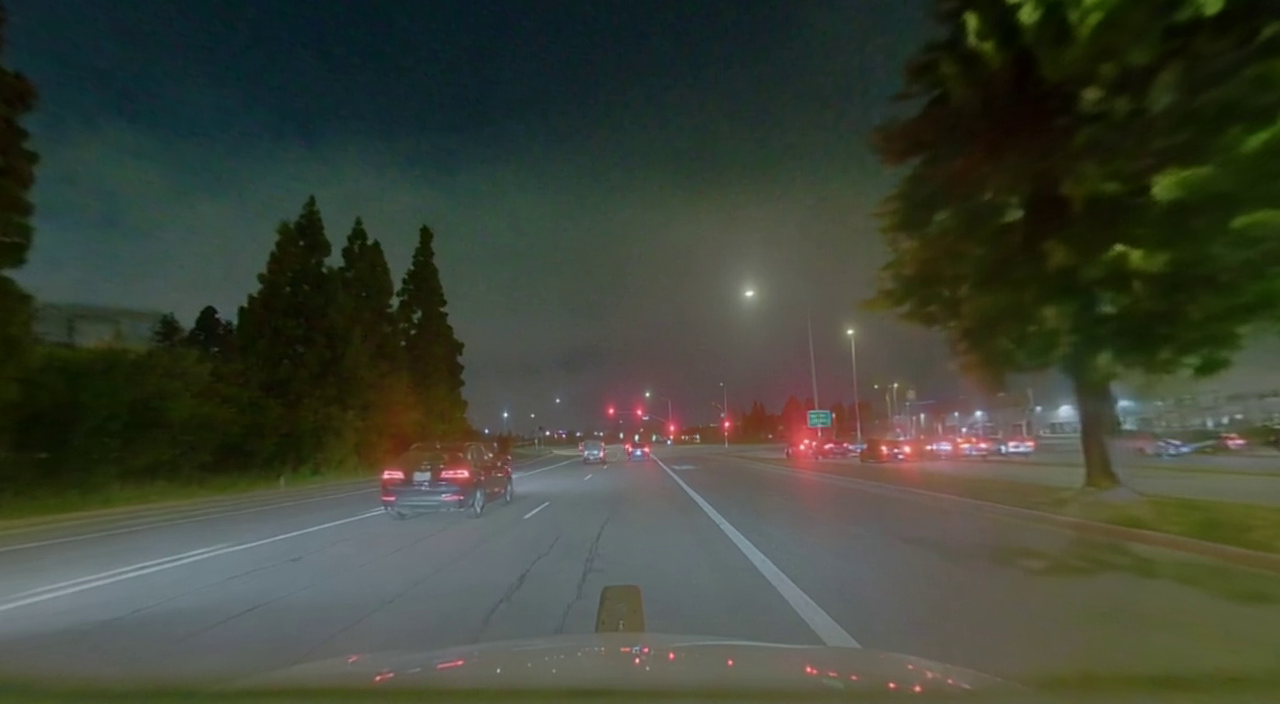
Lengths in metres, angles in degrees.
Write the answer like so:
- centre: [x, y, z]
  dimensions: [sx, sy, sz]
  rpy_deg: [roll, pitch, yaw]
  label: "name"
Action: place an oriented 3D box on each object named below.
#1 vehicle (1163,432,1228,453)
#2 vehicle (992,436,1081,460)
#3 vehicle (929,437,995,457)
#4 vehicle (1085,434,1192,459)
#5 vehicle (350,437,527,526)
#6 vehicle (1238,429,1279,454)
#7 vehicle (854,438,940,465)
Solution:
- centre: [39.799, 6.497, 45.256]
  dimensions: [4.054, 1.449, 1.816]
  rpy_deg: [3, -9, -23]
  label: "vehicle"
- centre: [25.131, 6.106, 40.221]
  dimensions: [4.528, 1.450, 1.889]
  rpy_deg: [-4, -9, 25]
  label: "vehicle"
- centre: [25.031, 7.386, 49.099]
  dimensions: [4.387, 1.477, 1.949]
  rpy_deg: [-5, -10, 30]
  label: "vehicle"
- centre: [29.664, 5.656, 37.770]
  dimensions: [4.650, 1.445, 1.982]
  rpy_deg: [-5, -10, 28]
  label: "vehicle"
- centre: [-3.803, 2.522, 12.935]
  dimensions: [1.920, 1.480, 4.549]
  rpy_deg: [-1, -9, 3]
  label: "vehicle"
- centre: [40.395, 5.684, 40.089]
  dimensions: [3.959, 1.533, 1.964]
  rpy_deg: [4, -9, -24]
  label: "vehicle"
- centre: [14.908, 5.749, 36.619]
  dimensions: [4.505, 1.472, 2.020]
  rpy_deg: [4, -10, -26]
  label: "vehicle"
